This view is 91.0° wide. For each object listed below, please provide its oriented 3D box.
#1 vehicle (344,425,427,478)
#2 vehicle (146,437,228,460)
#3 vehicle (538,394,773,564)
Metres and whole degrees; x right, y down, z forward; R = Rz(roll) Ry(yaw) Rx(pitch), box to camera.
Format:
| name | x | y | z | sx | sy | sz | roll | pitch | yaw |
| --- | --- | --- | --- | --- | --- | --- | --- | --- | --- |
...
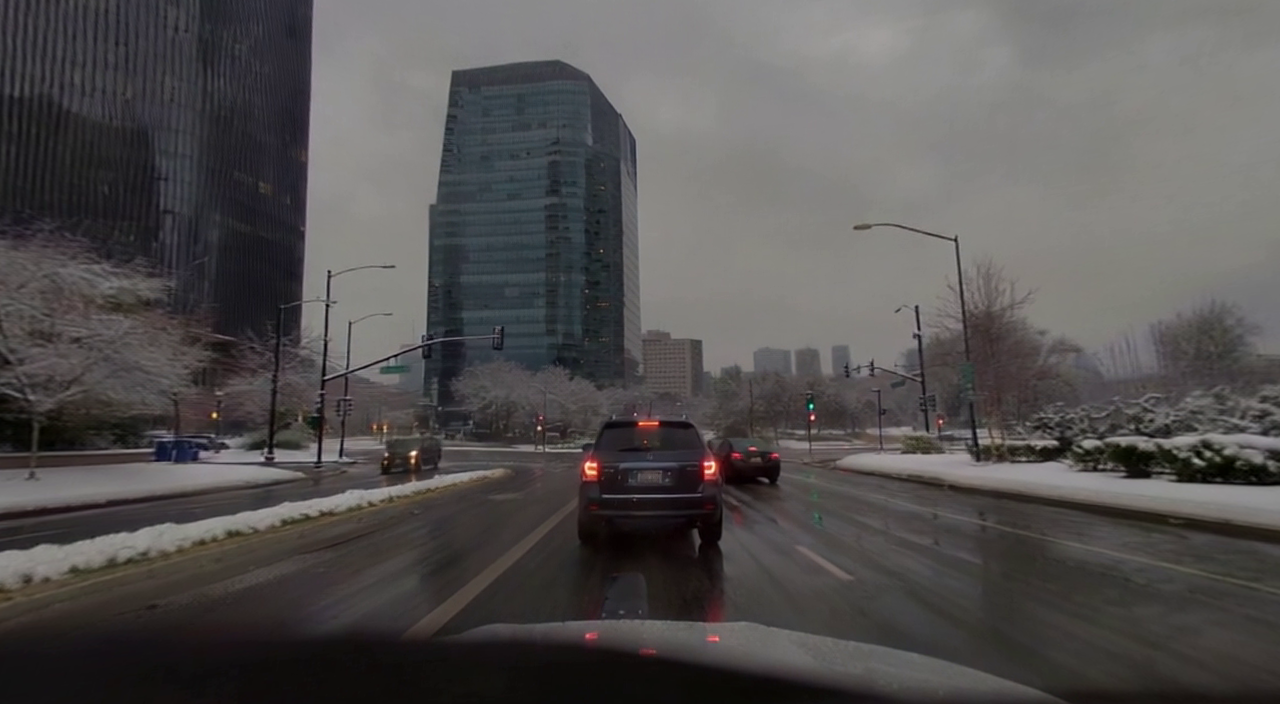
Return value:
| name | x | y | z | sx | sy | sz | roll | pitch | yaw |
| --- | --- | --- | --- | --- | --- | --- | --- | --- | --- |
| vehicle | -12.328 | 4.890 | 31.057 | 2.717 | 2.310 | 6.448 | 2 | -9 | -13 |
| vehicle | -34.441 | 7.336 | 47.933 | 4.622 | 1.742 | 1.965 | 0 | -9 | -1 |
| vehicle | 0.171 | 1.763 | 9.362 | 2.601 | 1.878 | 4.535 | 0 | -9 | 0 |
